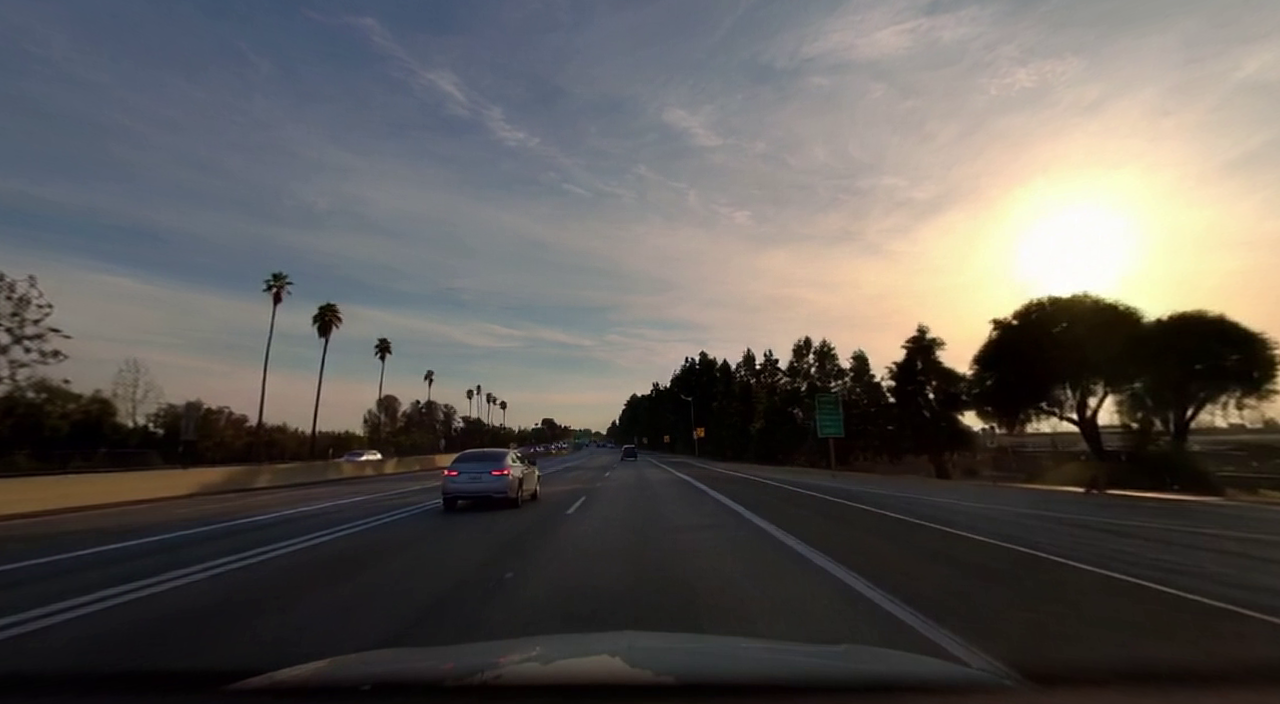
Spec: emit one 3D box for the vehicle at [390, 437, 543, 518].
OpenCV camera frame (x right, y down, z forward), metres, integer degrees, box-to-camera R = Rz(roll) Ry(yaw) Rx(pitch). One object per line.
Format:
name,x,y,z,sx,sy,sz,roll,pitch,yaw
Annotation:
vehicle,-3.762,2.799,14.672,2.092,1.562,4.748,0,-8,1

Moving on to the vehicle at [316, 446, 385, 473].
vehicle,-16.843,6.242,36.771,1.910,1.438,4.552,0,-8,0
